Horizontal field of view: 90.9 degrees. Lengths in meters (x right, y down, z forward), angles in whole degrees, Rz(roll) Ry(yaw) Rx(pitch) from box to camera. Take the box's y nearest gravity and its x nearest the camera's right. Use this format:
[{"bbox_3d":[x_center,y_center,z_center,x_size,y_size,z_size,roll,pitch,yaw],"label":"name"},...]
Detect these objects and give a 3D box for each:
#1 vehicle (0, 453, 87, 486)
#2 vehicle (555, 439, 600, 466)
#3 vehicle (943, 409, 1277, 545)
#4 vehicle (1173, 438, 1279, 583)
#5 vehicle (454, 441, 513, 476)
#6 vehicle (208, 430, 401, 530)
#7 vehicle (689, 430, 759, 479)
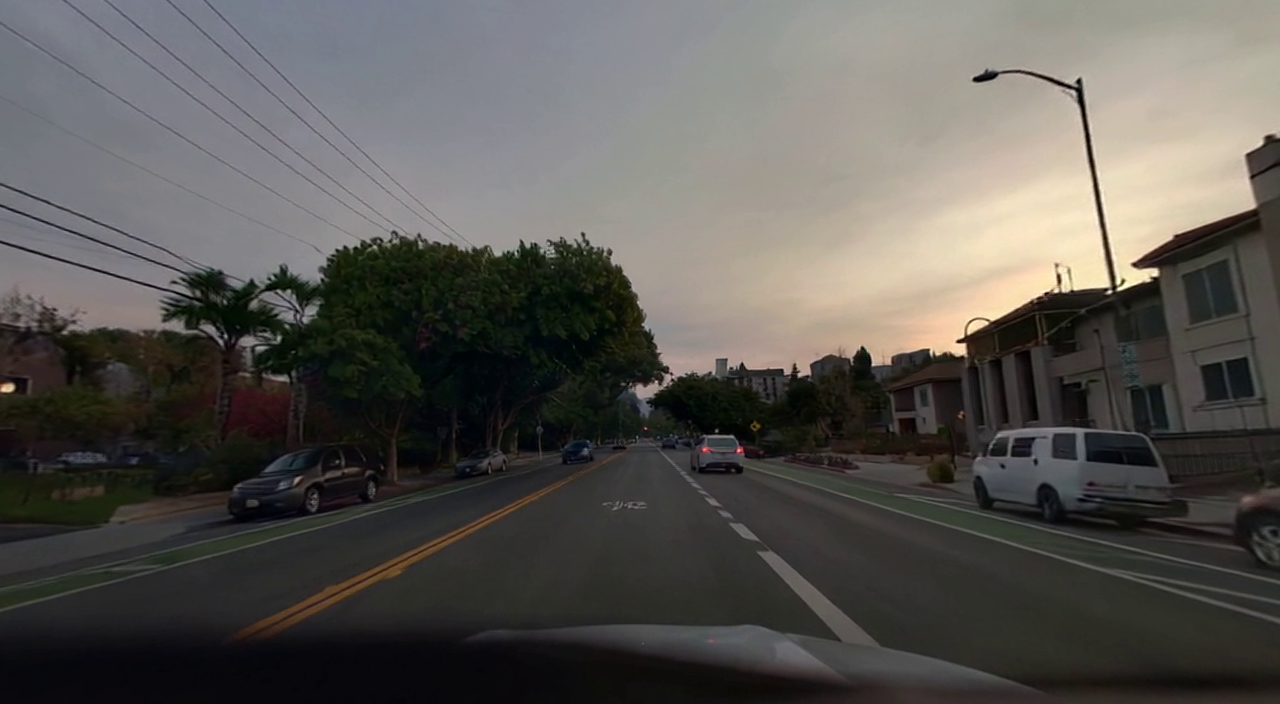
[{"bbox_3d":[-31.855,6.074,32.879,1.746,1.479,4.603,-1,-8,2],"label":"vehicle"},{"bbox_3d":[-3.707,6.058,38.213,2.054,1.506,4.325,-1,-8,4],"label":"vehicle"},{"bbox_3d":[7.990,2.182,11.741,2.133,1.911,5.455,-1,-8,2],"label":"vehicle"},{"bbox_3d":[7.583,1.495,5.508,1.862,1.492,4.571,0,-8,0],"label":"vehicle"},{"bbox_3d":[-8.738,5.968,35.711,2.228,1.825,4.522,0,-8,0],"label":"vehicle"},{"bbox_3d":[-8.876,3.331,17.430,2.419,2.087,5.334,-3,-6,0],"label":"vehicle"},{"bbox_3d":[3.127,3.946,24.509,2.004,1.704,4.573,0,-8,-1],"label":"vehicle"}]
